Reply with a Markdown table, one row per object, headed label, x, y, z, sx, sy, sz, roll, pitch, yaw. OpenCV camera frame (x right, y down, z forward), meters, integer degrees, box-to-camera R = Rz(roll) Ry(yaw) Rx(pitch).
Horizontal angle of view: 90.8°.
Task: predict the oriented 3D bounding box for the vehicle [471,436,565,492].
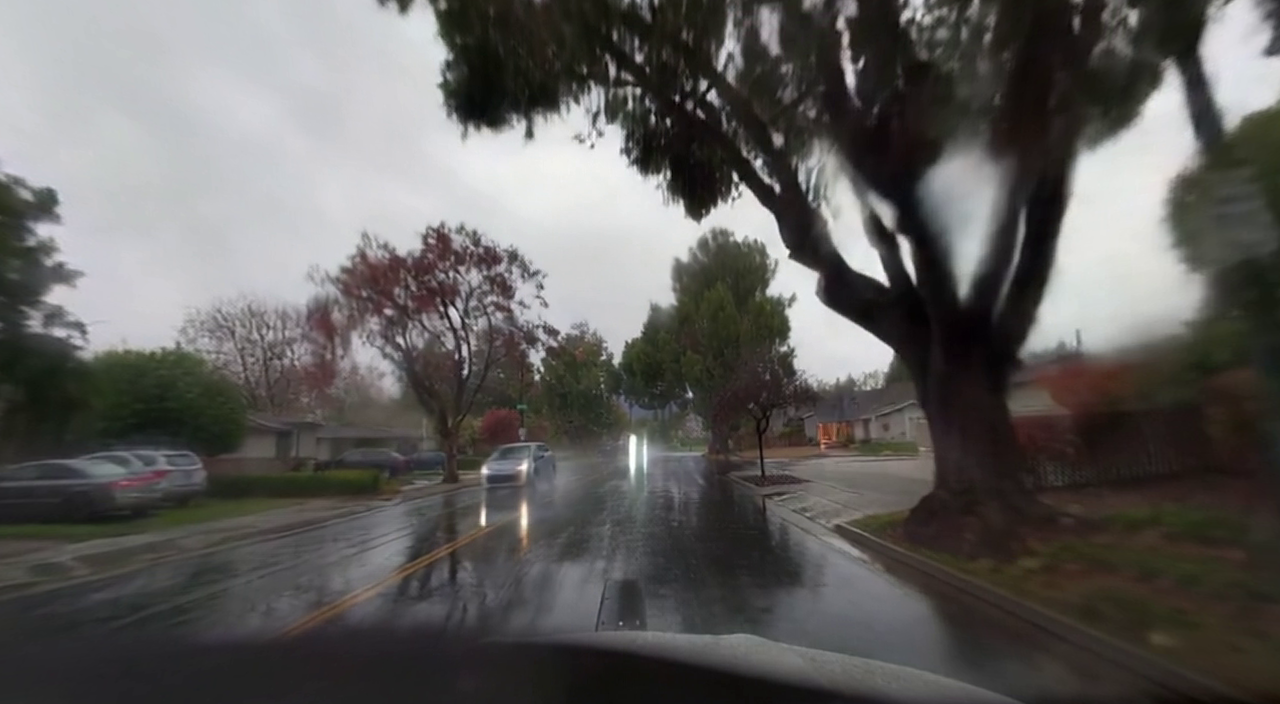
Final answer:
| label | x | y | z | sx | sy | sz | roll | pitch | yaw |
| --- | --- | --- | --- | --- | --- | --- | --- | --- | --- |
| vehicle | -4.095 | 3.845 | 22.038 | 2.131 | 1.731 | 4.533 | -1 | -9 | 3 |

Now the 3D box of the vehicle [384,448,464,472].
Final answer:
| label | x | y | z | sx | sy | sz | roll | pitch | yaw |
| --- | --- | --- | --- | --- | --- | --- | --- | --- | --- |
| vehicle | -13.788 | 6.878 | 40.386 | 4.370 | 1.482 | 1.926 | -1 | -9 | 5 |

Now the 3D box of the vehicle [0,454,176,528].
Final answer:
| label | x | y | z | sx | sy | sz | roll | pitch | yaw |
| --- | --- | --- | --- | --- | --- | --- | --- | --- | --- |
| vehicle | -13.768 | 3.100 | 14.394 | 4.703 | 1.487 | 2.002 | 1 | -9 | -2 |

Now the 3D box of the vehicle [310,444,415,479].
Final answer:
| label | x | y | z | sx | sy | sz | roll | pitch | yaw |
| --- | --- | --- | --- | --- | --- | --- | --- | --- | --- |
| vehicle | -13.745 | 5.436 | 31.499 | 4.237 | 1.687 | 1.970 | 0 | -9 | -2 |
